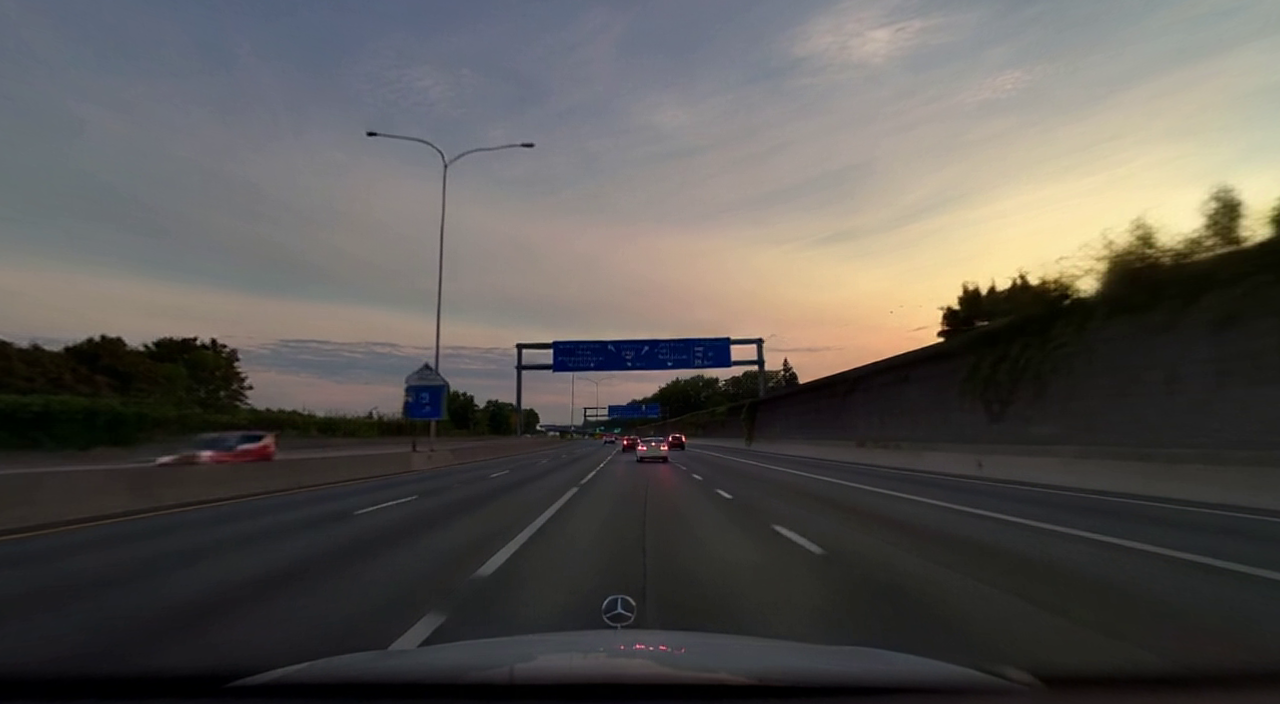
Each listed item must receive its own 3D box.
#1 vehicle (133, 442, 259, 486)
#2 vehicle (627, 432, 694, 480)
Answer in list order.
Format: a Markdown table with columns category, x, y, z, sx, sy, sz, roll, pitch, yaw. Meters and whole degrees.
| category | x | y | z | sx | sy | sz | roll | pitch | yaw |
| --- | --- | --- | --- | --- | --- | --- | --- | --- | --- |
| vehicle | -19.203 | 4.820 | 27.541 | 1.890 | 1.677 | 5.012 | 0 | -8 | 0 |
| vehicle | 0.594 | 3.498 | 21.450 | 2.046 | 1.467 | 3.844 | 0 | -8 | -2 |
